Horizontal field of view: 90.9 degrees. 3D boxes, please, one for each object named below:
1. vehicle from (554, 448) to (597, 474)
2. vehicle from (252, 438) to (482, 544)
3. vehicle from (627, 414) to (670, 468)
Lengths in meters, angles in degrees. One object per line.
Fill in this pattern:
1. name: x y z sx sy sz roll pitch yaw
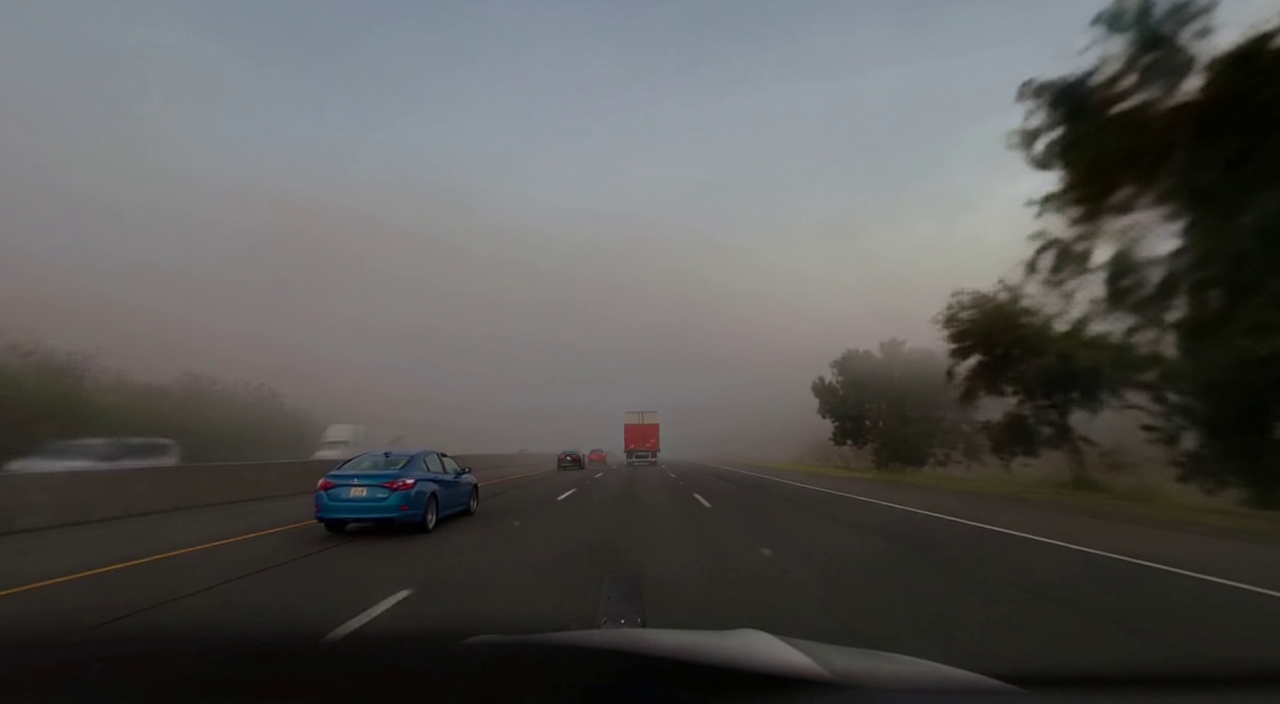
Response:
1. vehicle: -3.731 6.362 37.040 1.981 1.435 4.199 0 -9 1
2. vehicle: -4.366 2.286 11.031 2.010 1.461 4.391 0 -9 1
3. vehicle: 0.551 6.738 47.213 2.893 3.628 9.081 0 -9 0
